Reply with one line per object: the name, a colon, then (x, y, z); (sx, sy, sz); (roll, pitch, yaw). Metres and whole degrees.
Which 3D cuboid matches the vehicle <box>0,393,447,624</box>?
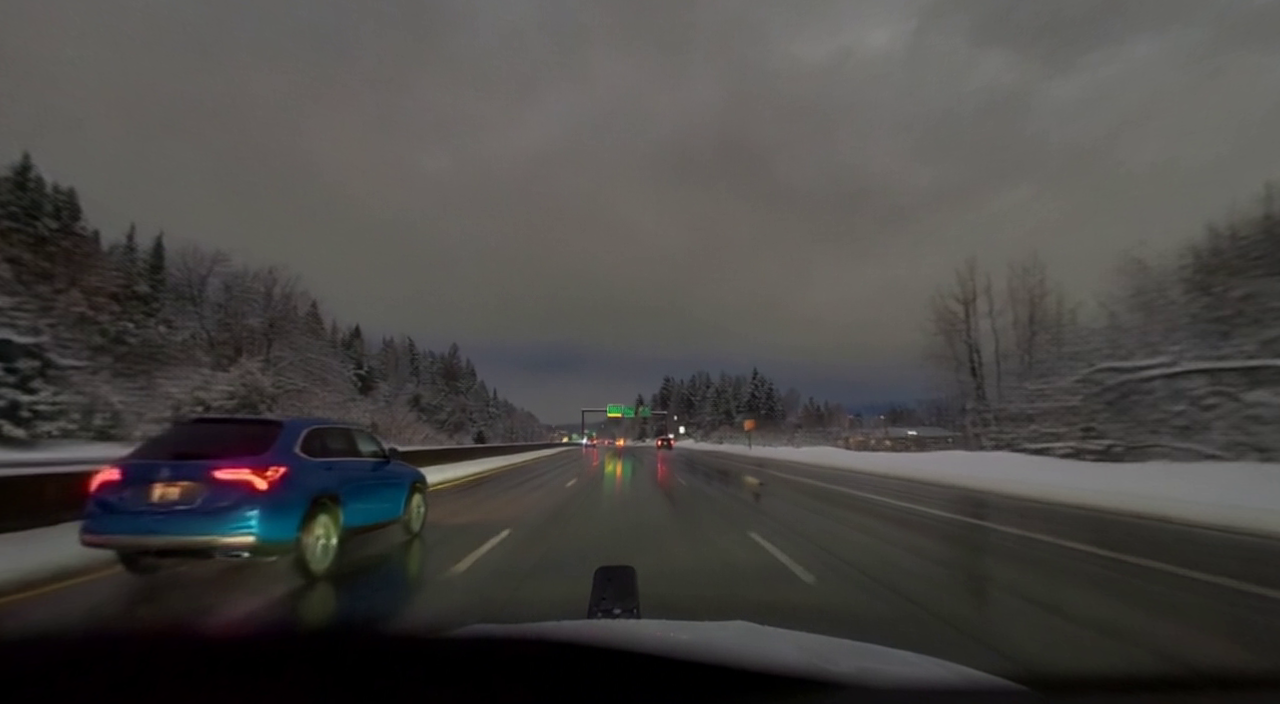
vehicle: (-3.776, 1.441, 6.769); (2.074, 1.652, 4.273); (0, -8, -1)
